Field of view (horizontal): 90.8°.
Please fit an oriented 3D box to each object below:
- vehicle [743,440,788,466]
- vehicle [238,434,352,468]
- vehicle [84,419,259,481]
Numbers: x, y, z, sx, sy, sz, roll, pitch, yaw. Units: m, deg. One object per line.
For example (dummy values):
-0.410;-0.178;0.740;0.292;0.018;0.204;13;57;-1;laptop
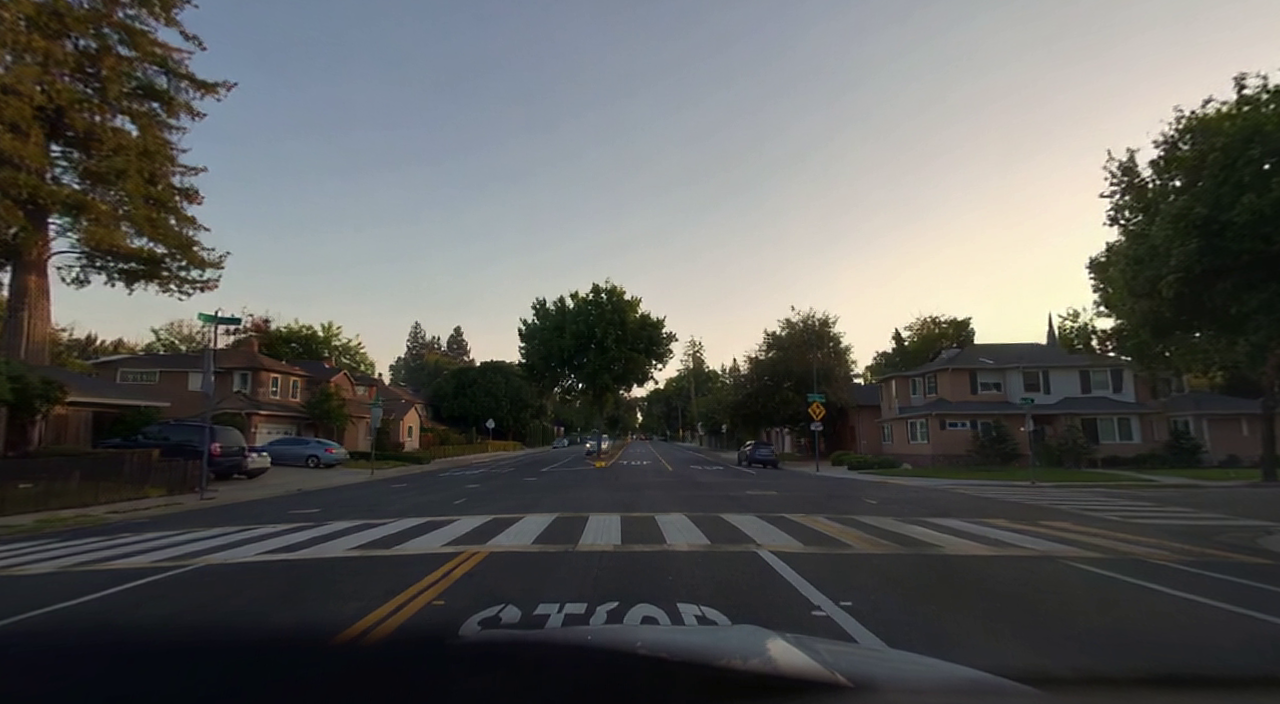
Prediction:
8.005;6.498;40.792;2.029;1.554;4.705;0;-9;1;vehicle
-17.946;5.169;33.045;4.743;1.734;1.994;0;-9;0;vehicle
-17.922;3.762;24.392;4.800;2.259;2.303;0;-9;-1;vehicle
